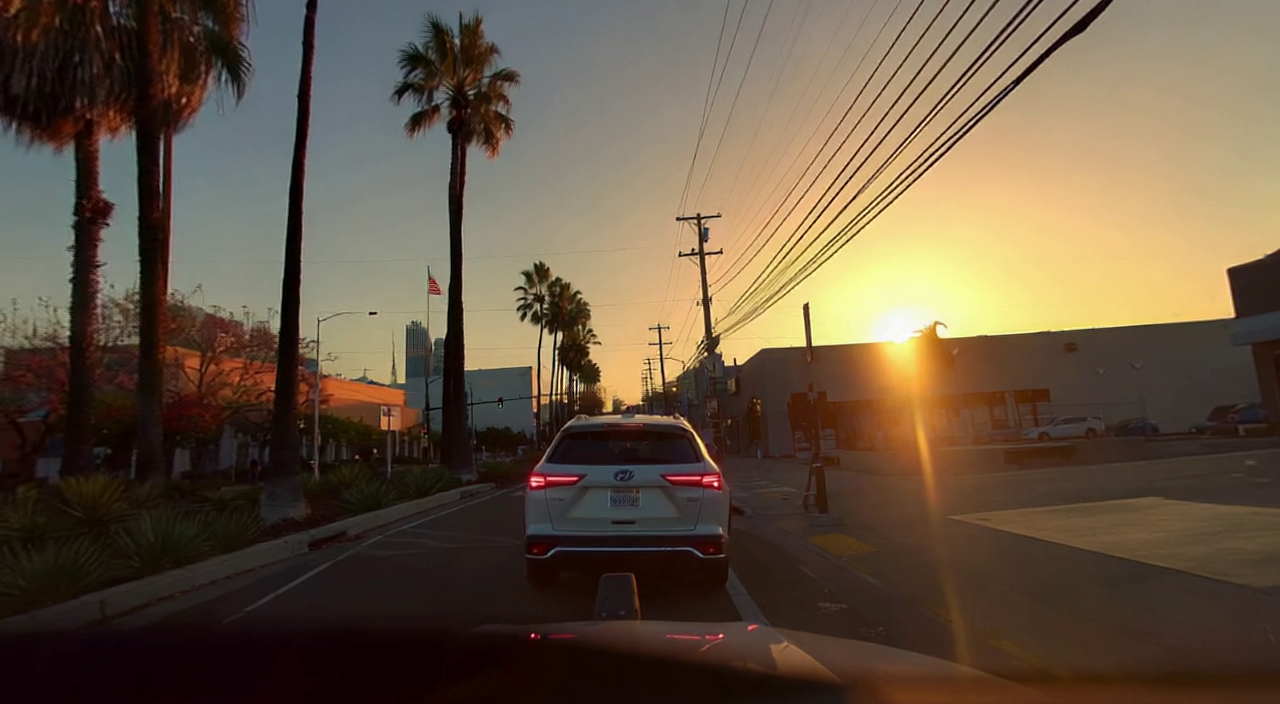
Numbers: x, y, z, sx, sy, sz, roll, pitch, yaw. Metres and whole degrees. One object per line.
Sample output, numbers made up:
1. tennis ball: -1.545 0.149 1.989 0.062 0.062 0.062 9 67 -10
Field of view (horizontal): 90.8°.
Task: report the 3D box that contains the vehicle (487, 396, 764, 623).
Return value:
1. vehicle: -0.195 1.470 6.778 2.105 1.702 3.750 0 -8 -3
